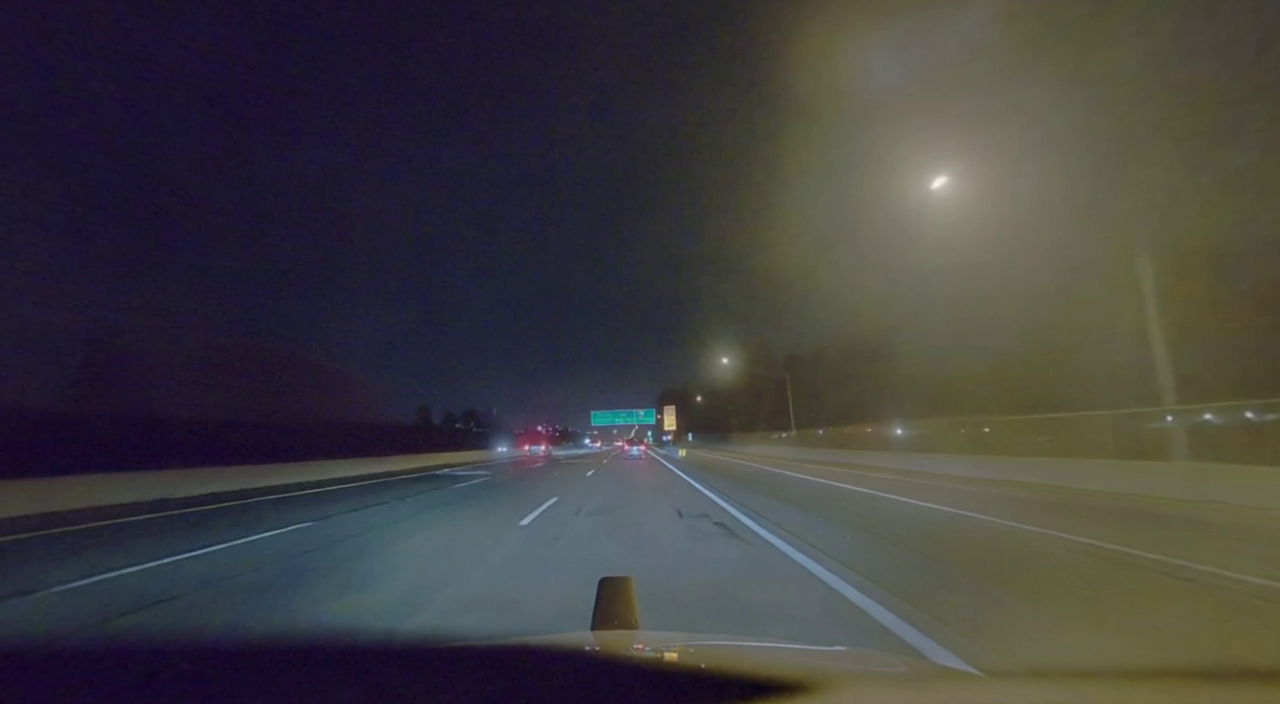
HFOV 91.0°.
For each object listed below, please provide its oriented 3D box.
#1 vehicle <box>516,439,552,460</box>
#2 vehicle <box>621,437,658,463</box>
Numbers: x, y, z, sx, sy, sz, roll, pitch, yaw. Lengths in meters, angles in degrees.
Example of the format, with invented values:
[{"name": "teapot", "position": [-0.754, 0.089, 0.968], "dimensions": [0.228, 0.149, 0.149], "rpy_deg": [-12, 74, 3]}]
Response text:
[{"name": "vehicle", "position": [-8.023, 7.457, 48.121], "dimensions": [1.939, 1.504, 4.727], "rpy_deg": [0, -8, 0]}, {"name": "vehicle", "position": [-0.072, 5.777, 37.267], "dimensions": [2.072, 1.440, 3.690], "rpy_deg": [0, -8, -1]}]
